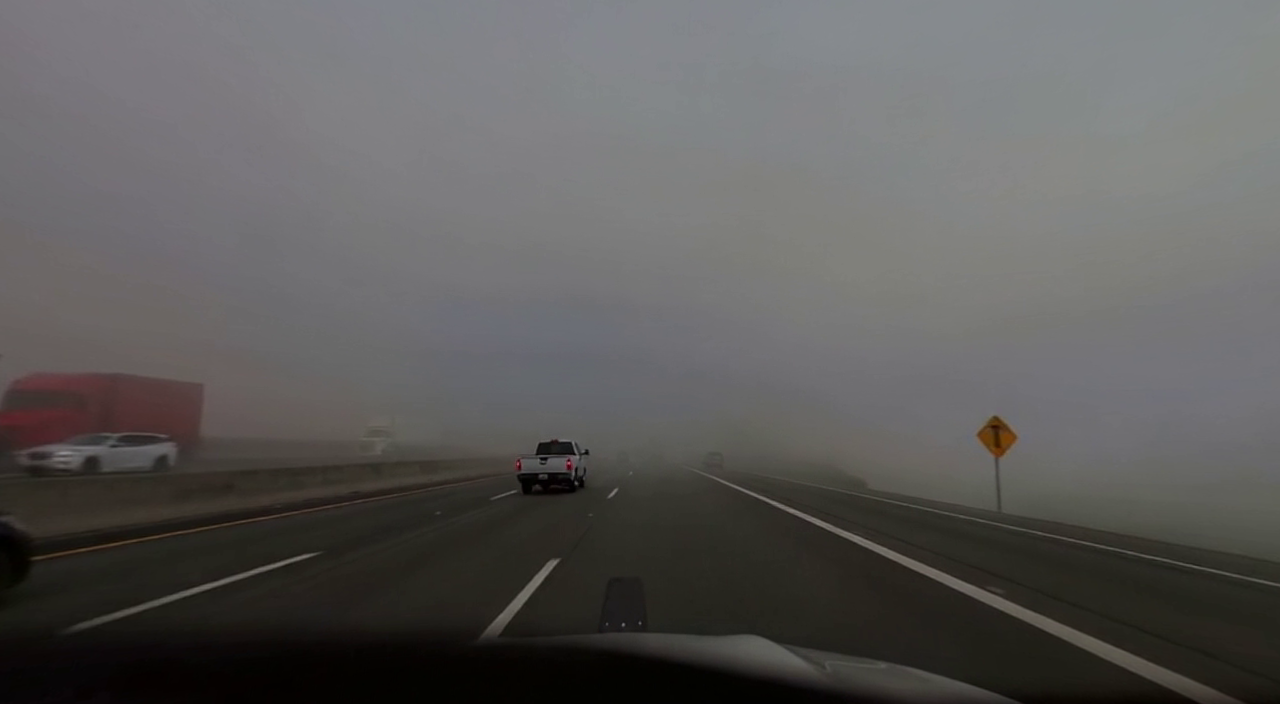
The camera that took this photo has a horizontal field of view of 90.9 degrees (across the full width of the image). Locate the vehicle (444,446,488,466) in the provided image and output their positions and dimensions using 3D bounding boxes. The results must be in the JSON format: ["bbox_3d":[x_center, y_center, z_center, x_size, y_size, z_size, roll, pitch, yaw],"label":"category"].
[{"bbox_3d":[-12.459,7.453,45.289,1.819,1.399,4.171,0,-9,2],"label":"vehicle"}]

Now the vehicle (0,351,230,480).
[{"bbox_3d":[-21.486,2.524,23.197,2.835,4.027,14.235,0,-9,2],"label":"vehicle"}]

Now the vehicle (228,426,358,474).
[{"bbox_3d":[-12.580,3.684,23.299,1.971,1.478,4.726,3,-11,1],"label":"vehicle"}]

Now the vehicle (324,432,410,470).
[{"bbox_3d":[-12.873,4.757,30.057,1.990,1.523,4.508,3,-10,1],"label":"vehicle"}]

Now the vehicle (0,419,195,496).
[{"bbox_3d":[-12.726,2.390,14.245,1.978,1.433,4.435,2,-10,1],"label":"vehicle"}]

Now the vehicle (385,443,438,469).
[{"bbox_3d":[-13.291,6.088,36.890,1.800,1.412,3.449,0,-9,0],"label":"vehicle"}]

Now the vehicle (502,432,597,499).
[{"bbox_3d":[-2.809,3.697,20.878,2.220,1.928,5.176,0,-9,2],"label":"vehicle"}]
